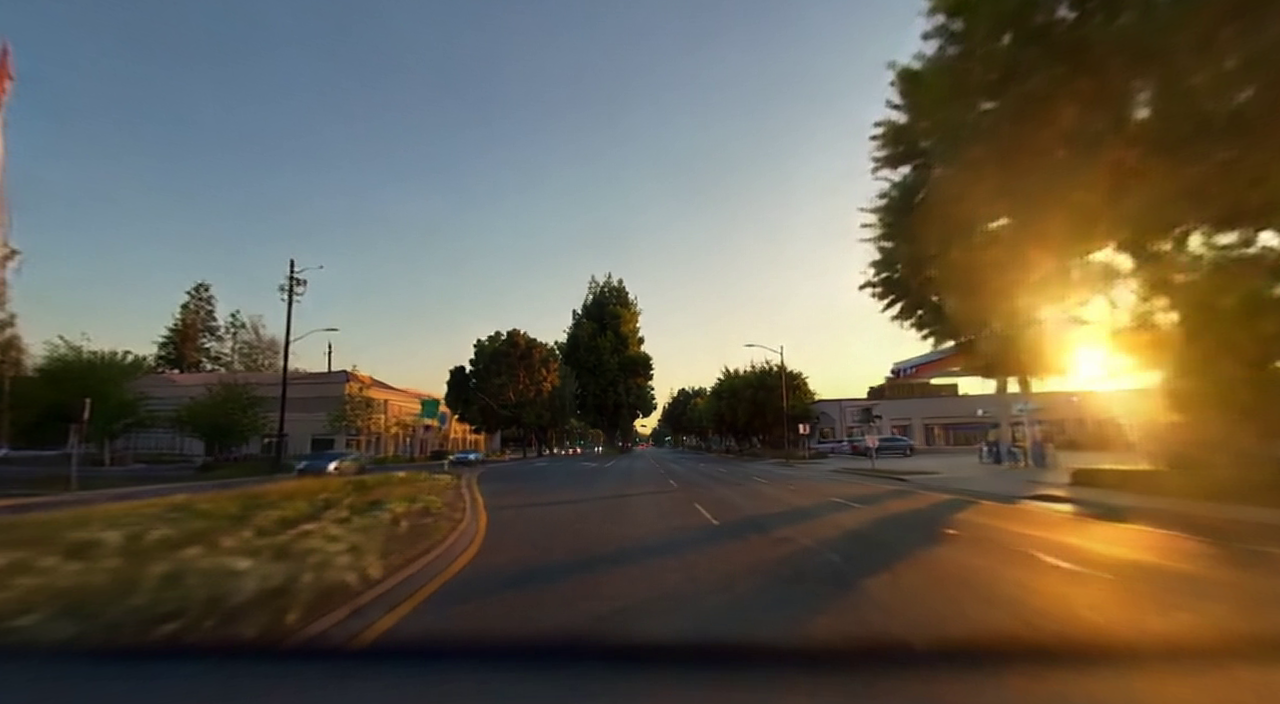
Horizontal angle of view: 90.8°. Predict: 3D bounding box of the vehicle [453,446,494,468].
[{"bbox_3d":[-11.910,7.520,45.498,1.725,1.507,4.251,0,-9,1],"label":"vehicle"}]
